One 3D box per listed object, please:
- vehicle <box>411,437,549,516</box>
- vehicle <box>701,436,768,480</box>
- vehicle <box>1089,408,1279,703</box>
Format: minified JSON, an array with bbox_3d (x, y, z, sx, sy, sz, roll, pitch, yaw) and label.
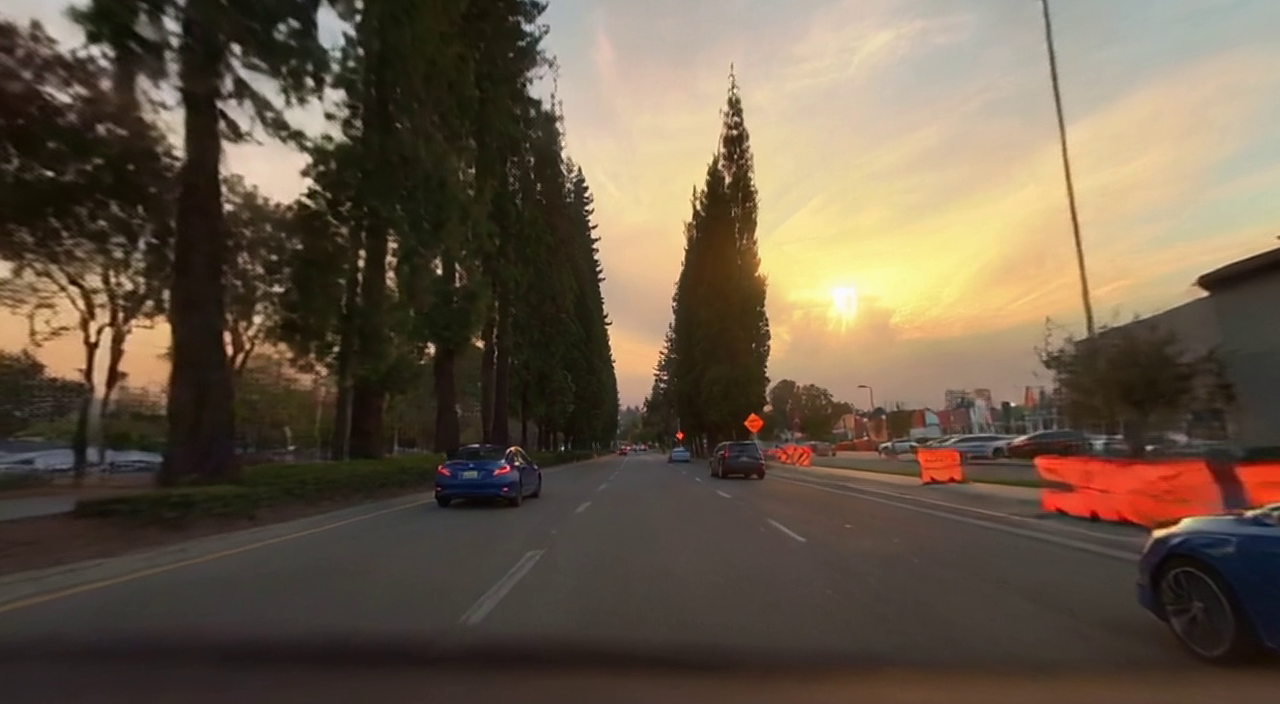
[{"bbox_3d":[-3.337,2.687,14.095,2.020,1.474,4.098,0,-9,0],"label":"vehicle"},{"bbox_3d":[4.122,4.730,28.451,2.159,1.793,4.735,0,-9,-1],"label":"vehicle"},{"bbox_3d":[4.068,0.926,2.463,1.827,1.491,3.743,0,-9,0],"label":"vehicle"}]
